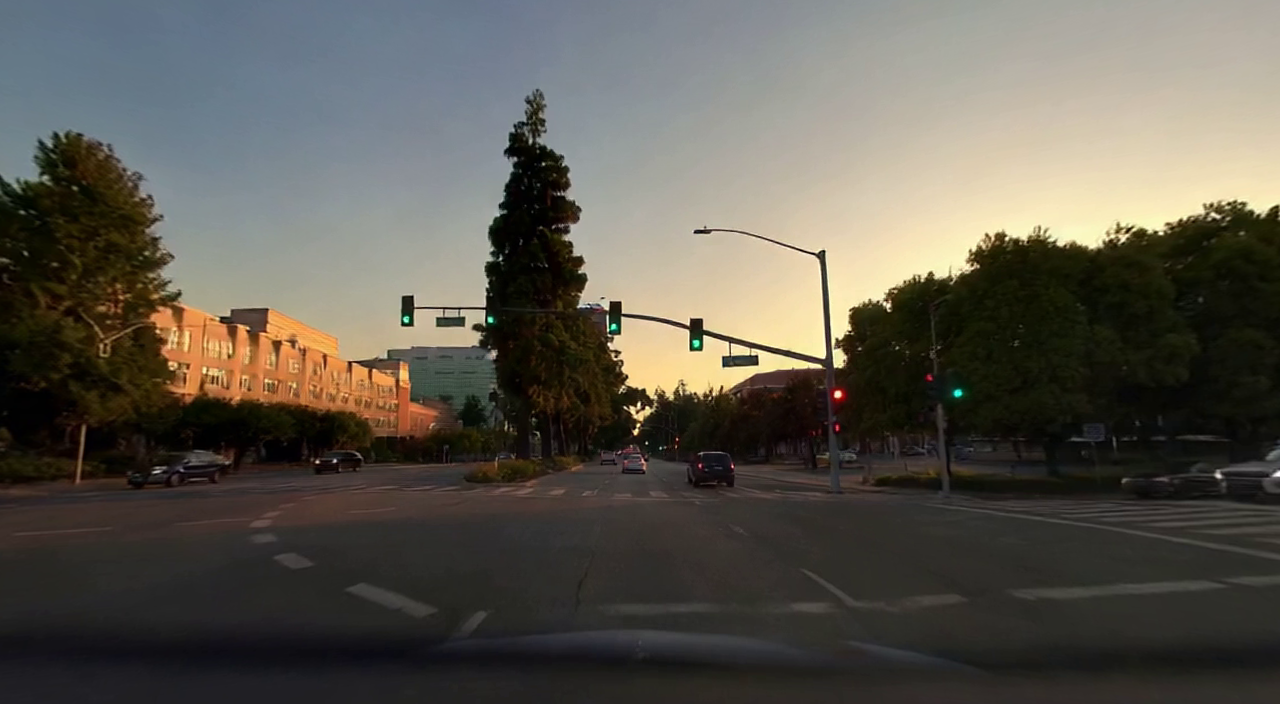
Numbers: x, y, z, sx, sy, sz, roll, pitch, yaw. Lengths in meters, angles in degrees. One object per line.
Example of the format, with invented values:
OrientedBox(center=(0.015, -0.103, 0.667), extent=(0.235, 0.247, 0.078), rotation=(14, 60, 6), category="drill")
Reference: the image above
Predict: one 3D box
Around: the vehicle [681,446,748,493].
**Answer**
OrientedBox(center=(3.034, 4.877, 26.692), extent=(2.181, 1.781, 4.257), rotation=(0, -9, -1), category="vehicle")

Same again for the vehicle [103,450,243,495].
OrientedBox(center=(-22.995, 5.914, 31.554), extent=(2.598, 1.924, 5.802), rotation=(-1, -8, 0), category="vehicle")

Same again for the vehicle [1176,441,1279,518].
OrientedBox(center=(15.179, 2.840, 14.334), extent=(4.096, 1.605, 2.072), rotation=(0, -9, 0), category="vehicle")

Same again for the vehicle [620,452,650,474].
OrientedBox(center=(-0.378, 8.020, 45.717), extent=(2.039, 1.455, 3.826), rotation=(0, -8, -1), category="vehicle")

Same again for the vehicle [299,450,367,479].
OrientedBox(center=(-19.411, 7.128, 40.192), extent=(2.048, 1.686, 4.427), rotation=(0, -9, 0), category="vehicle")
